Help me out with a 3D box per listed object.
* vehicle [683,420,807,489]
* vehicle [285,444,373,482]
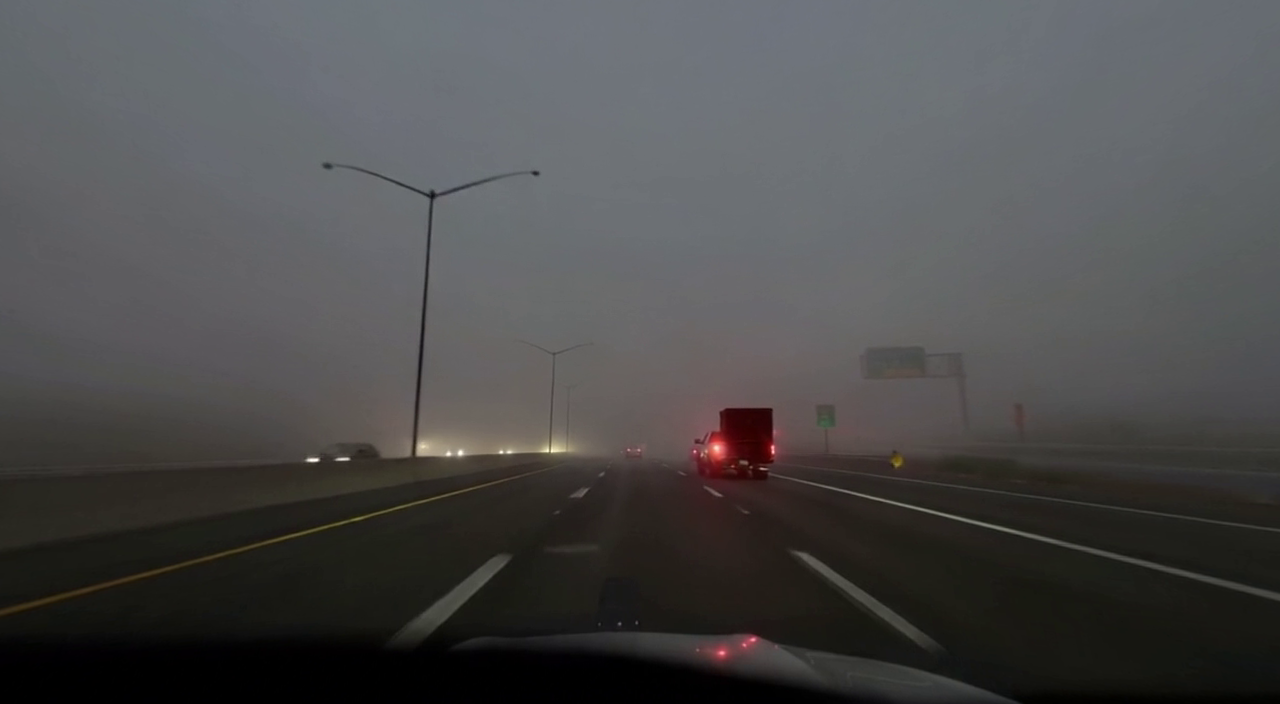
[{"bbox_3d":[3.438,3.686,23.073,2.981,2.053,7.897,0,-8,-2],"label":"vehicle"},{"bbox_3d":[-14.282,5.089,29.296,1.916,1.576,4.344,0,-8,-1],"label":"vehicle"}]
